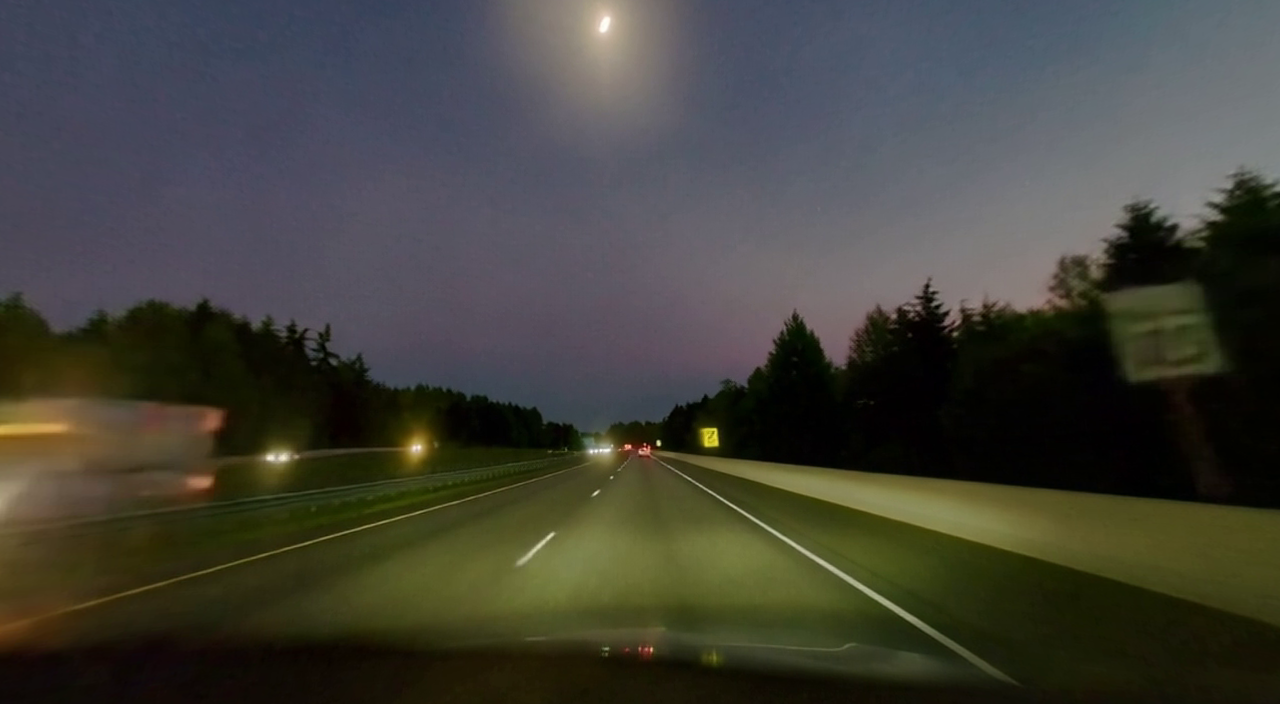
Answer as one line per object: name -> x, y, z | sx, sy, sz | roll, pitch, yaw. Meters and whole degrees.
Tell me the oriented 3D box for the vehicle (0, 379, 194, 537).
vehicle -> -10.617, 1.752, 10.504 | 2.368, 2.301, 5.356 | 0, -9, 0
